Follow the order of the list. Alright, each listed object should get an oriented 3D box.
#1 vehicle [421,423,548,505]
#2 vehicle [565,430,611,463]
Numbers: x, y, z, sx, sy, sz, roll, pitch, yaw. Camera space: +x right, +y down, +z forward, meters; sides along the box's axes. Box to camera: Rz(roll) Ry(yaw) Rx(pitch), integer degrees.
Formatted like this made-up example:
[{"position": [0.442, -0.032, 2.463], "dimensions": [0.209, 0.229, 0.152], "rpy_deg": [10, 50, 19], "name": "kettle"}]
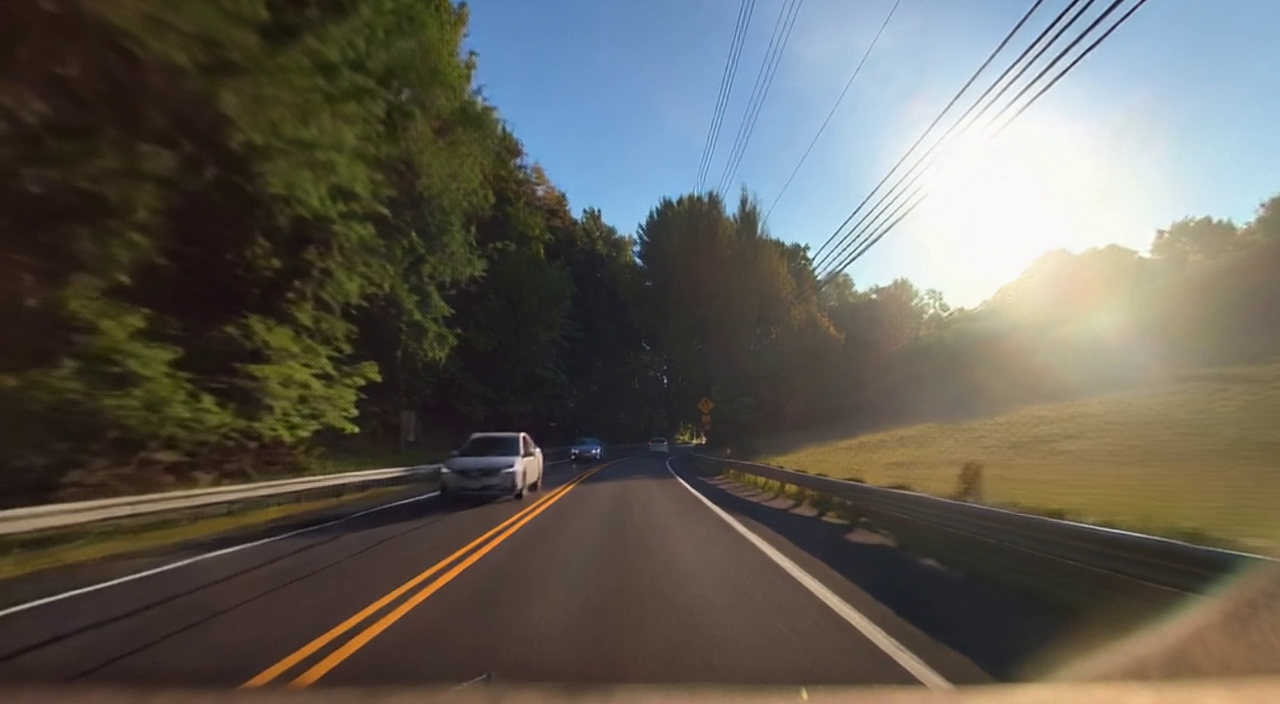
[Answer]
[{"position": [-3.815, 2.853, 16.514], "dimensions": [2.120, 1.821, 4.650], "rpy_deg": [0, -8, 0], "name": "vehicle"}, {"position": [-3.291, 6.186, 41.197], "dimensions": [2.343, 1.998, 4.973], "rpy_deg": [-1, -8, 3], "name": "vehicle"}]
